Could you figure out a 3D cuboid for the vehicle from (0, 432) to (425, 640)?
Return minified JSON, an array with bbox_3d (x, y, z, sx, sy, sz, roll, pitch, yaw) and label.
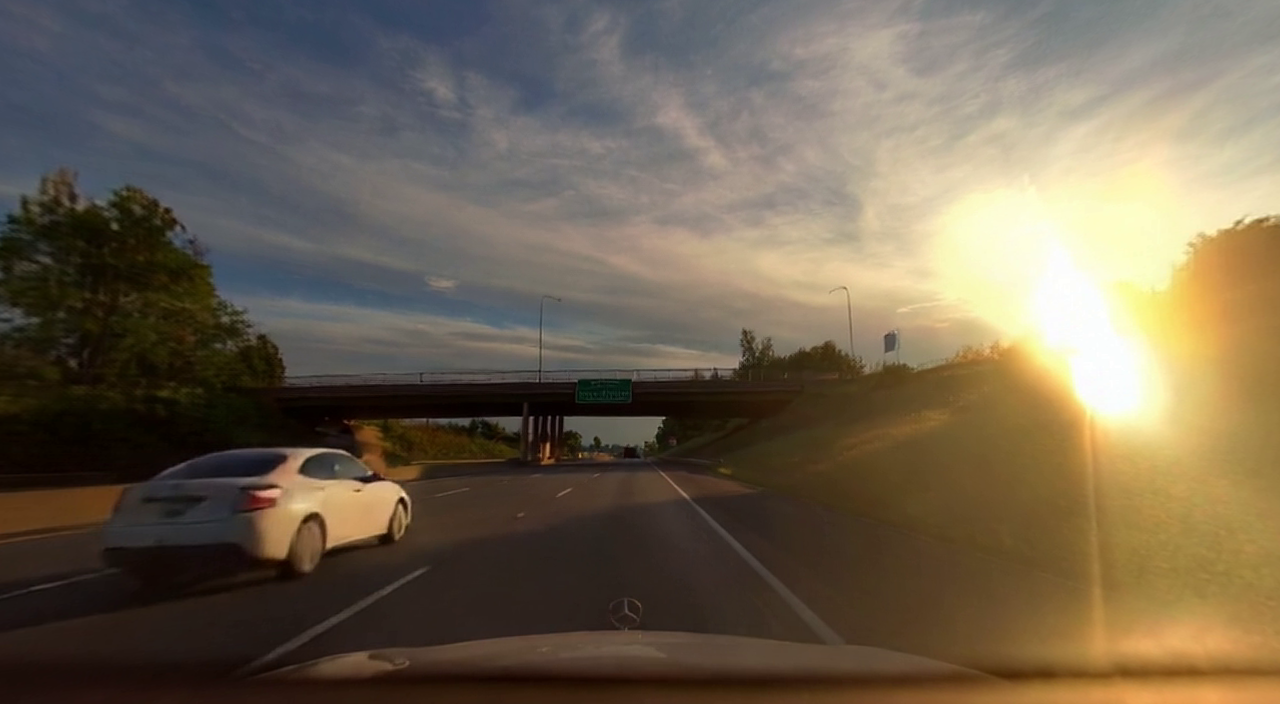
[{"bbox_3d":[-4.043,1.675,6.750,1.992,1.504,4.117,0,-9,0],"label":"vehicle"}]
